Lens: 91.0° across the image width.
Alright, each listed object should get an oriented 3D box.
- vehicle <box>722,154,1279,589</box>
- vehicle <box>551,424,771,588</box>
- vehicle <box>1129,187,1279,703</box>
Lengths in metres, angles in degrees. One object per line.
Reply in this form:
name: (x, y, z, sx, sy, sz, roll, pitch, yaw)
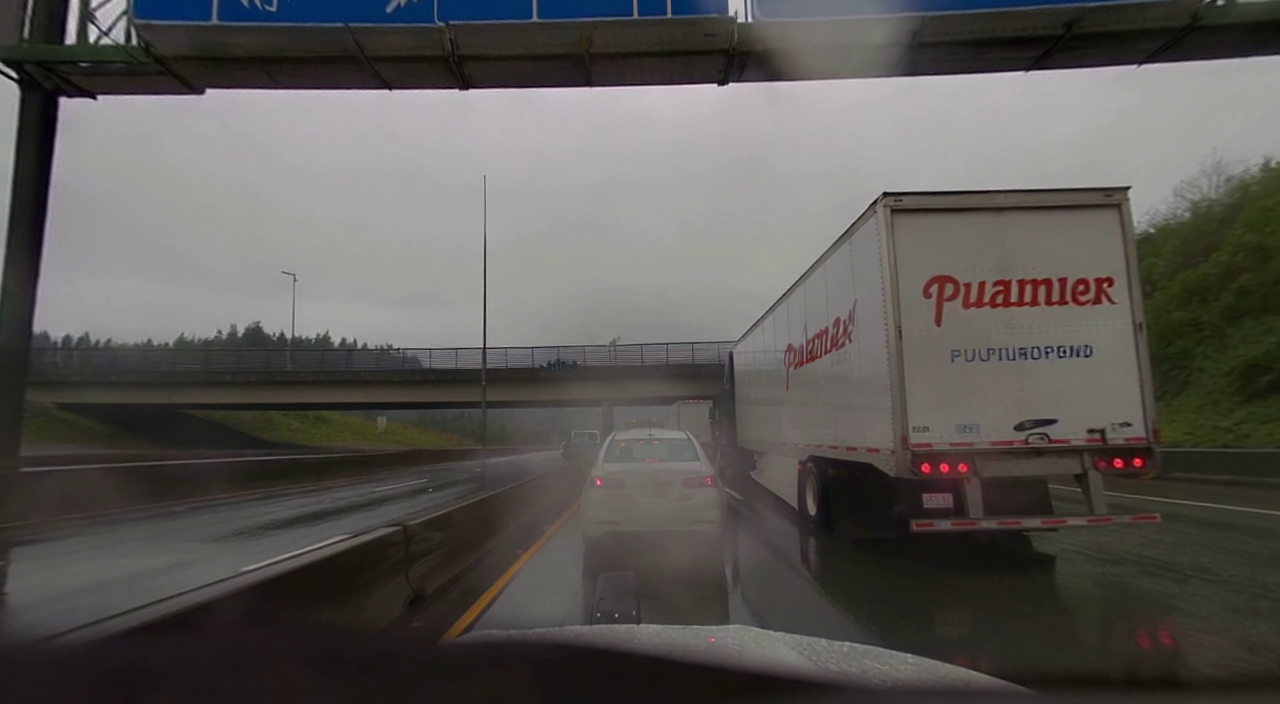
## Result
vehicle: (4.216, 1.075, 12.980, 2.827, 4.081, 14.305, 0, -8, -1)
vehicle: (0.184, 1.697, 7.747, 2.045, 1.490, 3.597, -1, -8, 0)
vehicle: (4.729, 0.124, 0.661, 2.892, 2.615, 6.650, 0, -8, -2)
